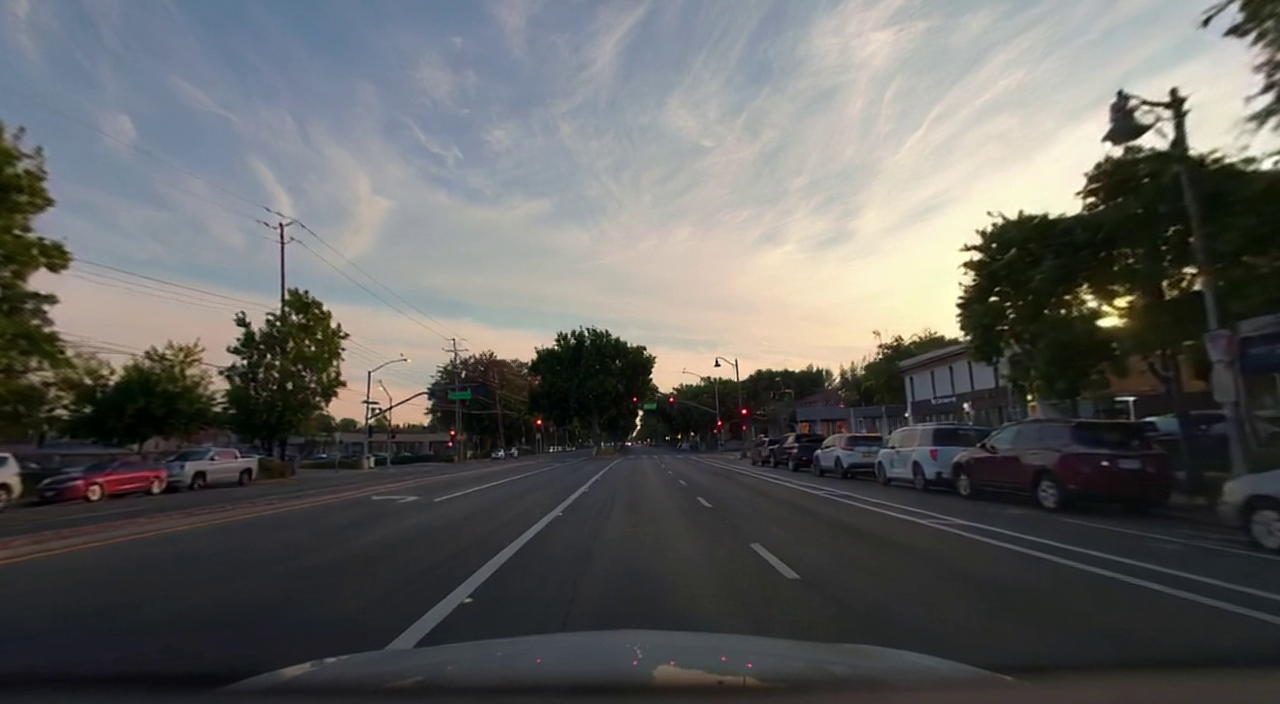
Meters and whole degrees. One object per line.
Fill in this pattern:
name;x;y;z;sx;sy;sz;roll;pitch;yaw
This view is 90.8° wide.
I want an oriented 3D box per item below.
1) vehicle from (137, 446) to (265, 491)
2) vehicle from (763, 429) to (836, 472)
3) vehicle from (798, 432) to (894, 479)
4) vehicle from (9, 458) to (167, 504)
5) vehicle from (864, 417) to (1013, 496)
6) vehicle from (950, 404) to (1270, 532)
vehicle;-22.304;5.886;32.517;2.328;1.929;6.055;-4;-8;0
vehicle;7.654;4.798;30.949;2.130;1.877;5.334;0;-8;0
vehicle;7.888;4.021;24.748;1.987;1.628;4.712;0;-8;-3
vehicle;-22.276;5.176;25.864;1.878;1.561;5.061;0;-8;0
vehicle;8.142;2.910;17.825;1.870;1.912;4.657;0;-8;0
vehicle;7.954;2.030;11.577;2.034;1.822;4.953;0;-8;0
